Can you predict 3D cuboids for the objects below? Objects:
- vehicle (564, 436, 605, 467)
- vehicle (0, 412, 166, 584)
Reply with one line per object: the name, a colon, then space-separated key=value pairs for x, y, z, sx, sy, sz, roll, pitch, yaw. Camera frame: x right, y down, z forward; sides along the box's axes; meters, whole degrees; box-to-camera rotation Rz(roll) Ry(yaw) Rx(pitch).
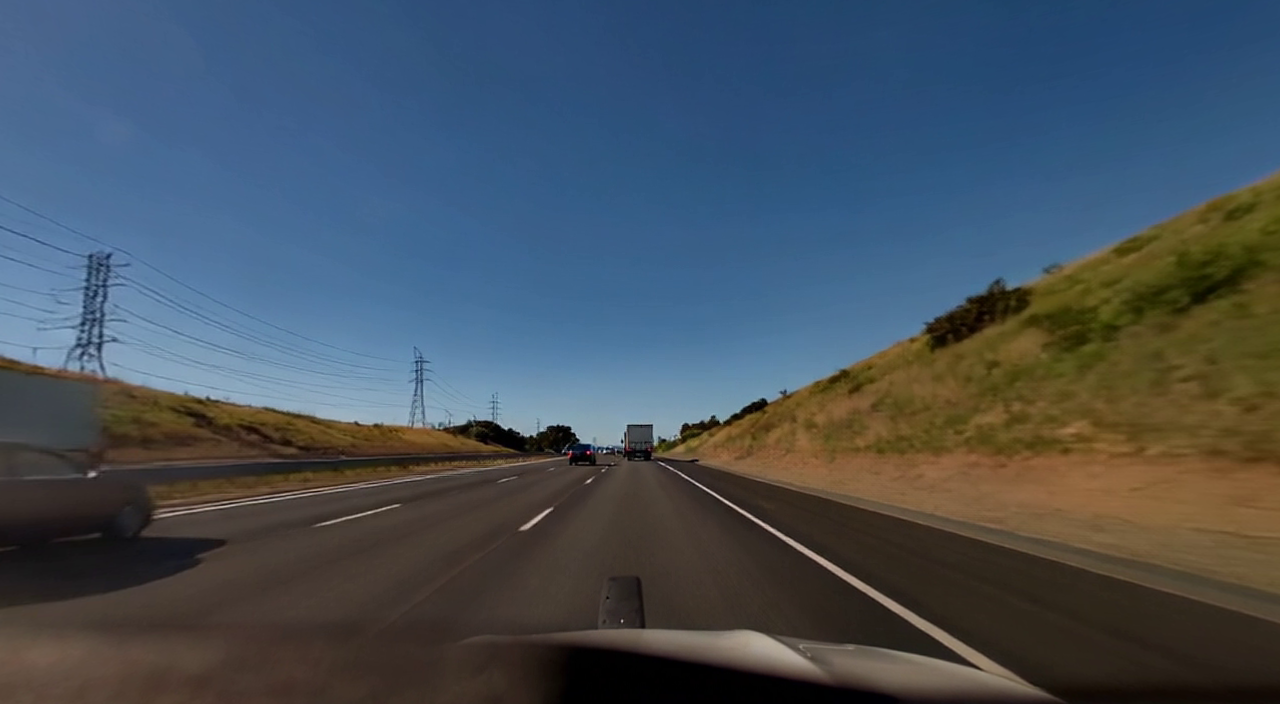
vehicle: x=-3.646 y=6.664 z=42.221 sx=2.207 sy=1.949 sz=4.911 roll=0 pitch=-9 yaw=1
vehicle: x=-6.908 y=1.288 z=5.421 sx=2.066 sy=1.558 sz=4.607 roll=0 pitch=-9 yaw=0
